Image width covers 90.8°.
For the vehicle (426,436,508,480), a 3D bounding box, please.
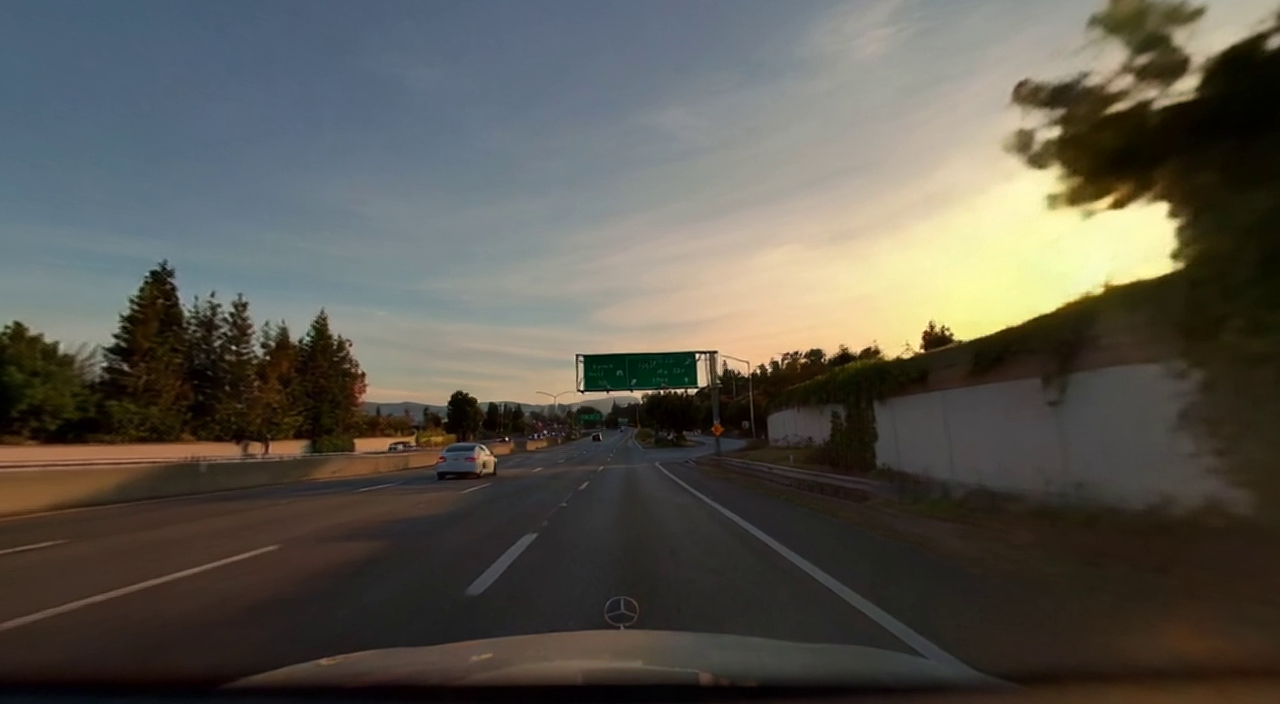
[{"bbox_3d":[-7.217,4.474,26.918,2.115,1.711,4.722,0,-9,0],"label":"vehicle"}]
